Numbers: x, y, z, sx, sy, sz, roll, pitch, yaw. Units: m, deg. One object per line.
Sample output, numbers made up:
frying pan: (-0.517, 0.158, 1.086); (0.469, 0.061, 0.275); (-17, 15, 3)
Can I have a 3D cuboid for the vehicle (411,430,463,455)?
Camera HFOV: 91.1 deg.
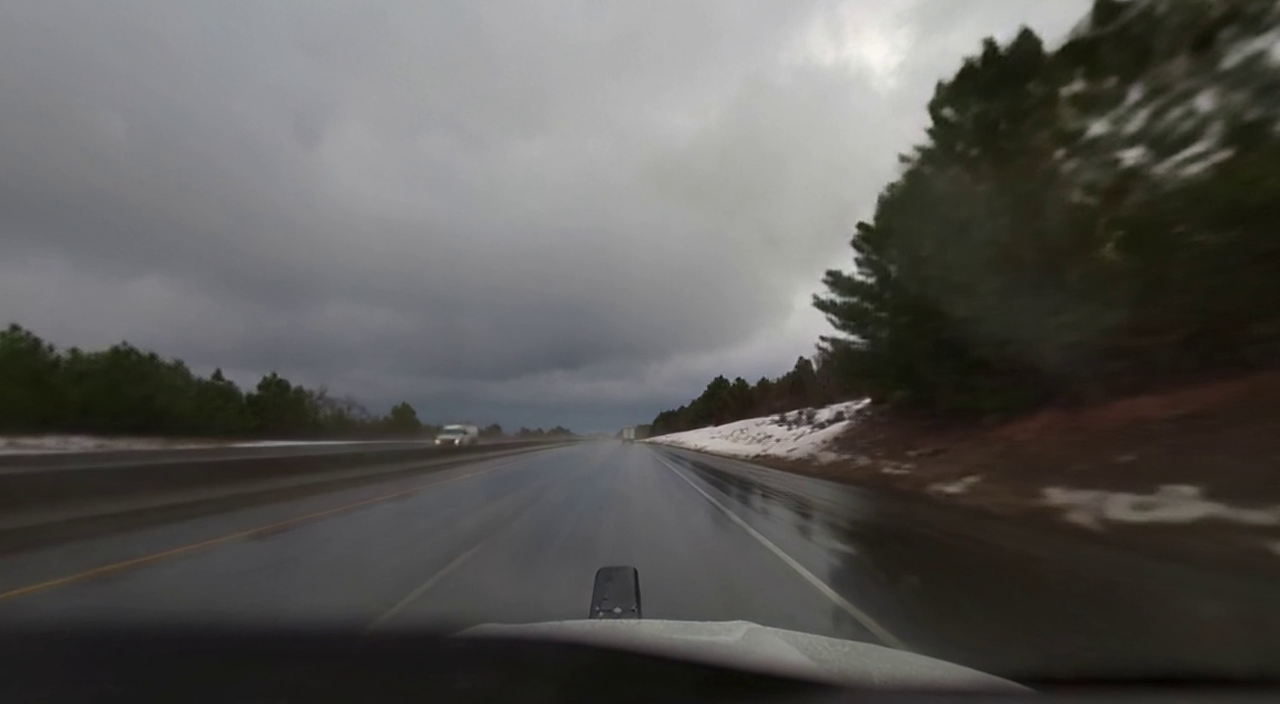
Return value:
vehicle: (-15.375, 6.858, 47.924); (2.449, 1.764, 4.695); (0, -8, -1)
